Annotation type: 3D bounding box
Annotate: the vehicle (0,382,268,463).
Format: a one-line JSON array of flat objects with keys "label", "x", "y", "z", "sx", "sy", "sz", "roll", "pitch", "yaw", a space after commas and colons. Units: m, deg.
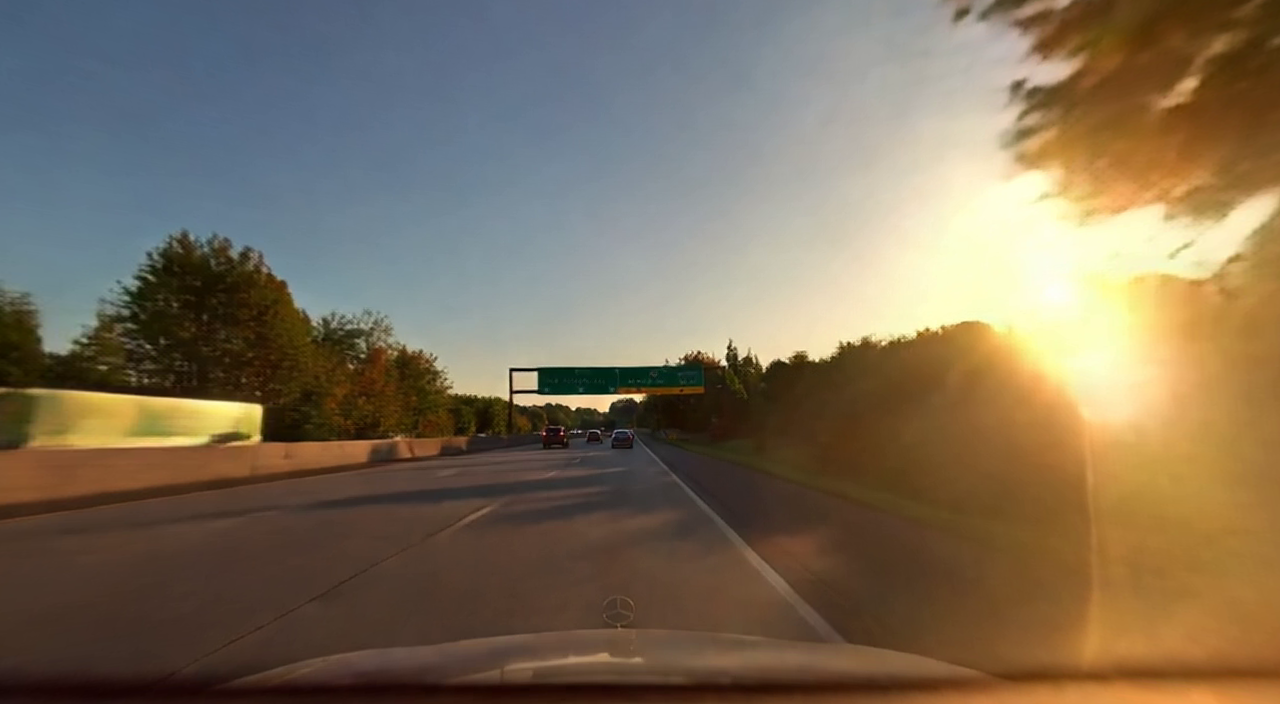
[{"label": "vehicle", "x": -23.834, "y": 3.552, "z": 30.901, "sx": 3.023, "sy": 3.075, "sz": 13.424, "roll": 0, "pitch": -7, "yaw": -1}]
